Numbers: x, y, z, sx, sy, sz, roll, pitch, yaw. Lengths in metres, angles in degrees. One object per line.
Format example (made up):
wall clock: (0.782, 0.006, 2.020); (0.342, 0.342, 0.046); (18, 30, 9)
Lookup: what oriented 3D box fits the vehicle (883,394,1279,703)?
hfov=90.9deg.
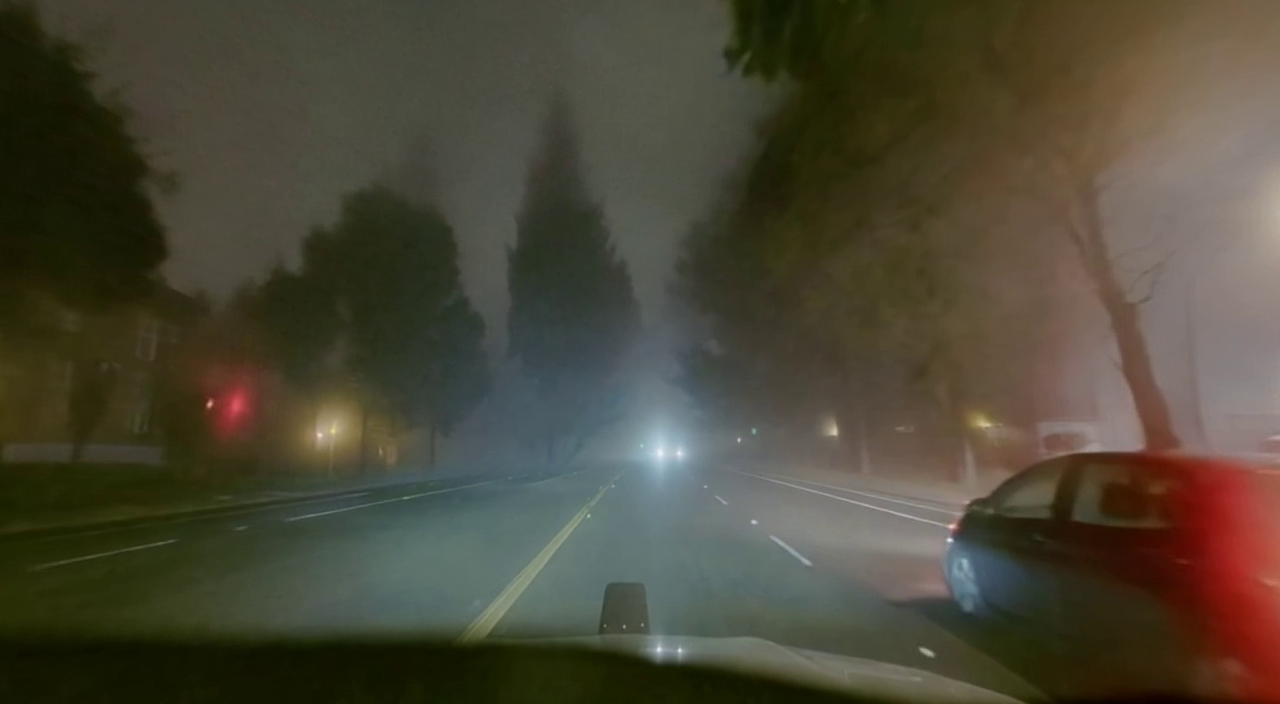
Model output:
vehicle: (3.176, 1.065, 3.307); (2.134, 1.476, 4.327); (0, -8, 1)
